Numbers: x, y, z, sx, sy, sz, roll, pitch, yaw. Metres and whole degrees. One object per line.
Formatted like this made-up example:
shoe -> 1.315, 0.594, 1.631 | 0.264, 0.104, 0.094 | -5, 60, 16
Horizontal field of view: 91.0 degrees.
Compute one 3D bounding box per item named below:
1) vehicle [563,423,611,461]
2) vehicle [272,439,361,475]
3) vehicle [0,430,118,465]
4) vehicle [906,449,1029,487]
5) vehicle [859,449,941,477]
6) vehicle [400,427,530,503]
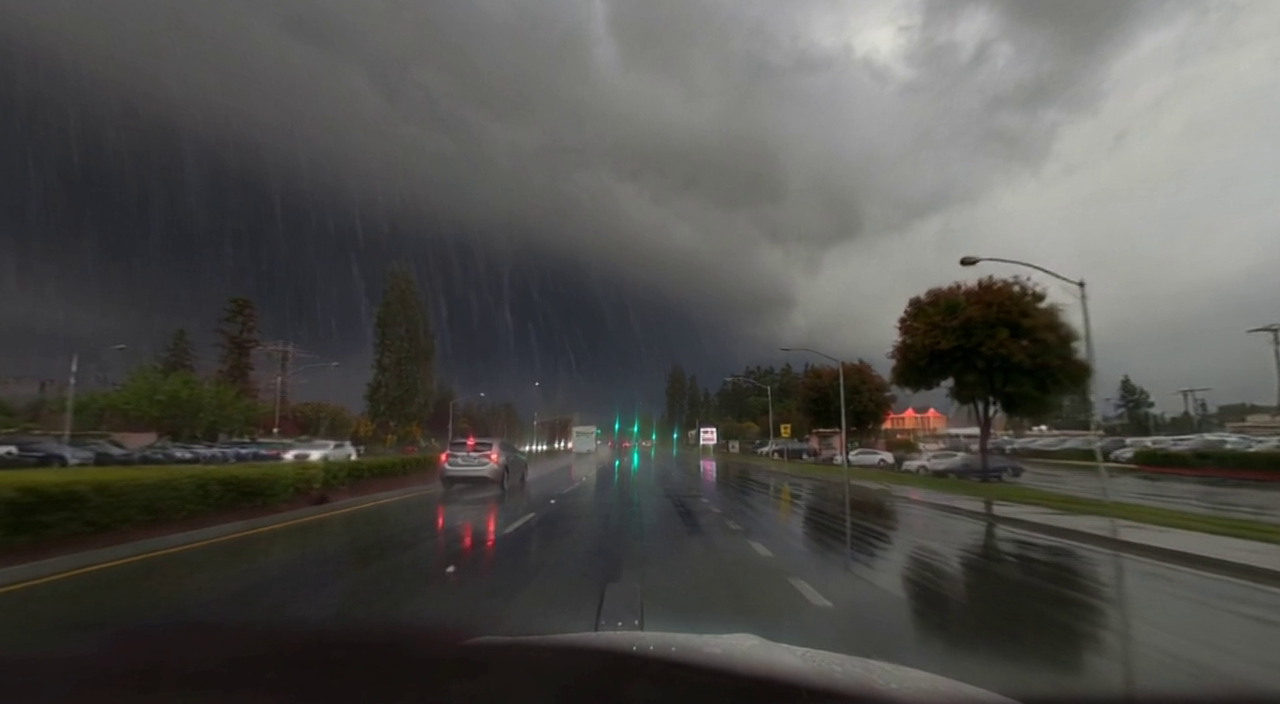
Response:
vehicle -> -3.700, 6.551, 45.723 | 2.917, 2.524, 6.990 | 0, -8, 0
vehicle -> -16.367, 5.326, 32.136 | 2.104, 1.689, 4.476 | 0, -8, 1
vehicle -> -43.612, 7.123, 47.065 | 7.001, 2.479, 2.370 | 0, -9, 2
vehicle -> 16.642, 5.909, 32.197 | 5.041, 1.803, 2.182 | -1, -9, 1
vehicle -> 16.722, 7.154, 40.647 | 4.413, 1.659, 1.913 | 0, -8, -1
vehicle -> -4.305, 2.843, 16.265 | 2.109, 1.672, 4.256 | 0, -8, 0
